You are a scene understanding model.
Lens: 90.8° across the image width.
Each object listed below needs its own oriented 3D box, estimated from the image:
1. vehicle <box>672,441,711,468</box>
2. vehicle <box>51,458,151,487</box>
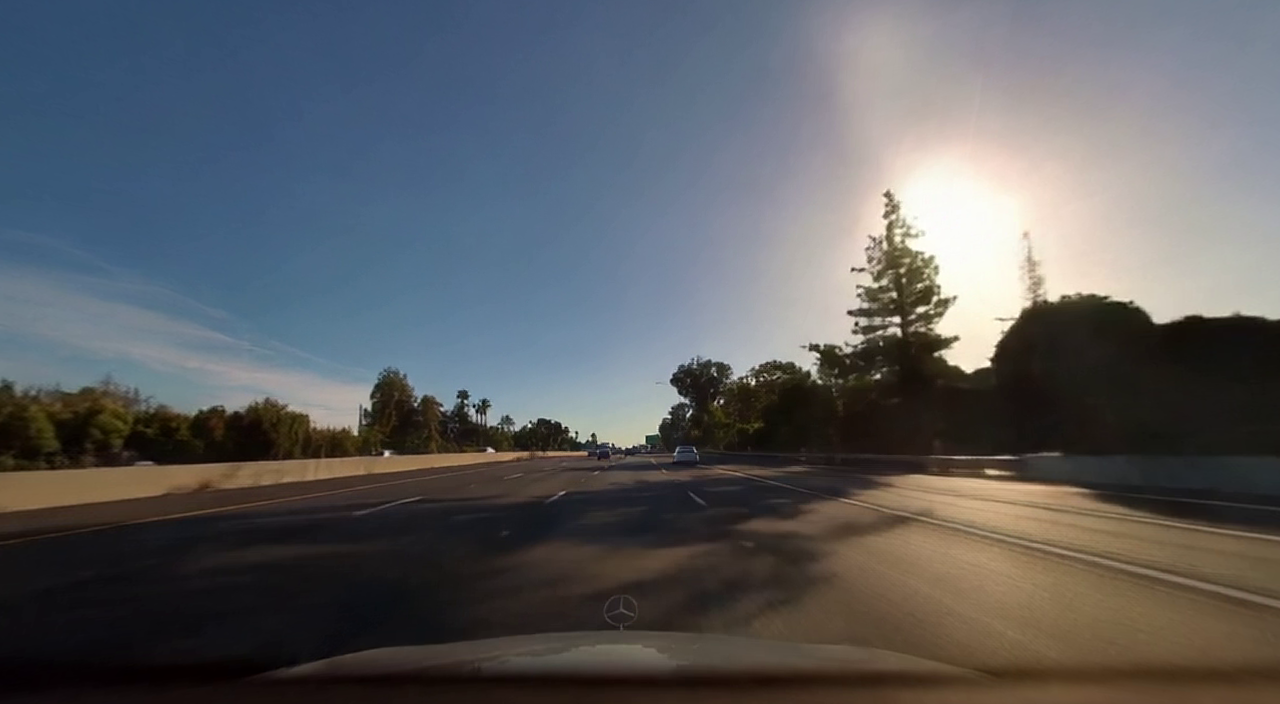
[{"bbox_3d":[3.409,6.916,42.746,2.130,1.677,4.317,0,-9,-1],"label":"vehicle"},{"bbox_3d":[-38.232,8.538,45.062,2.077,1.826,5.724,0,-9,0],"label":"vehicle"}]
